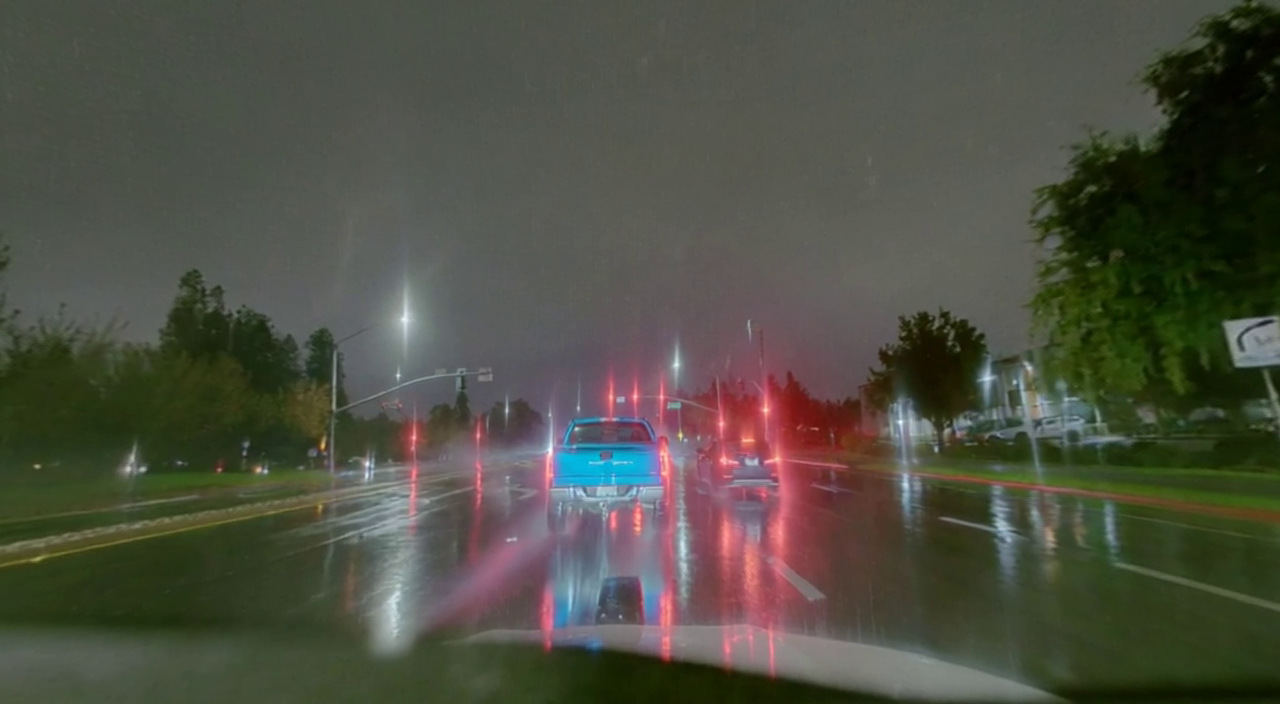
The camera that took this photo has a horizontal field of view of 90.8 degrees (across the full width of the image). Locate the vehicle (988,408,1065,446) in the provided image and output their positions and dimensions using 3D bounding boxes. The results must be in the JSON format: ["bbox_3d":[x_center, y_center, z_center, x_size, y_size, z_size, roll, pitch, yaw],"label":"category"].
[{"bbox_3d":[30.335,5.961,49.745,2.892,2.881,4.178,2,-9,-16],"label":"vehicle"}]

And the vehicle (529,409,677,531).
[{"bbox_3d":[-0.534,2.063,11.631,2.145,1.762,4.731,0,-8,0],"label":"vehicle"}]

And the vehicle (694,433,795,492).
[{"bbox_3d":[2.848,3.128,18.310,2.073,1.484,4.437,0,-8,-1],"label":"vehicle"}]
